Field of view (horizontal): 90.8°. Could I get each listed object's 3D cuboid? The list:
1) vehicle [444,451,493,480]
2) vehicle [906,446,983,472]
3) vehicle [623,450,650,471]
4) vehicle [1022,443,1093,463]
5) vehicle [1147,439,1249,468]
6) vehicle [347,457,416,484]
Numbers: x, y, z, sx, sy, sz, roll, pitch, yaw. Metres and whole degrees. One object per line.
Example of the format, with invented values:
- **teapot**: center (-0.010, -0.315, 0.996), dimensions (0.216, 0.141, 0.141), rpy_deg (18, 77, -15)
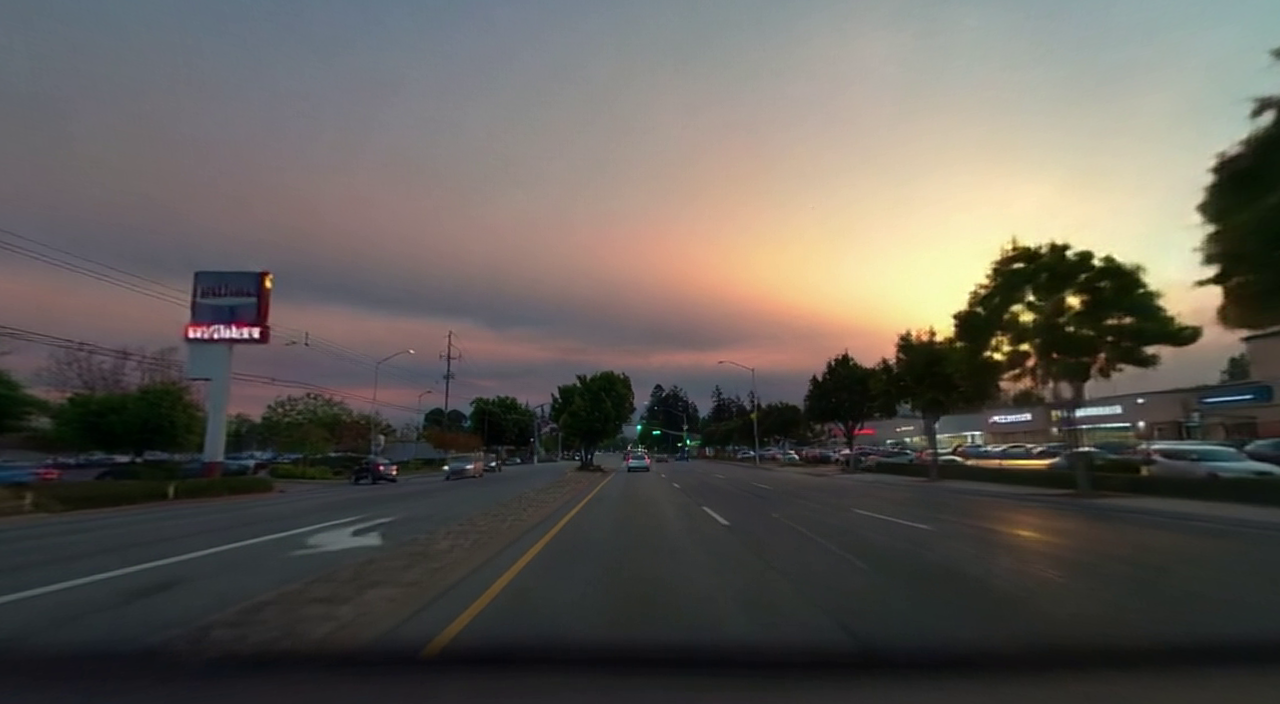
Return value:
- **vehicle**: center (-11.420, 7.574, 42.397), dimensions (2.004, 1.787, 4.384), rpy_deg (0, -9, 1)
- **vehicle**: center (19.577, 6.850, 40.585), dimensions (4.333, 1.532, 2.037), rpy_deg (4, -10, -25)
- **vehicle**: center (-0.310, 8.569, 49.984), dimensions (2.065, 1.521, 4.306), rpy_deg (0, -9, -1)
- **vehicle**: center (32.106, 7.783, 48.656), dimensions (4.036, 1.512, 1.856), rpy_deg (0, -9, 2)
- **vehicle**: center (32.383, 5.901, 36.773), dimensions (3.999, 1.581, 1.975), rpy_deg (0, -9, 1)
- **vehicle**: center (-18.880, 8.662, 46.321), dimensions (1.874, 1.755, 4.346), rpy_deg (-6, -10, 33)
